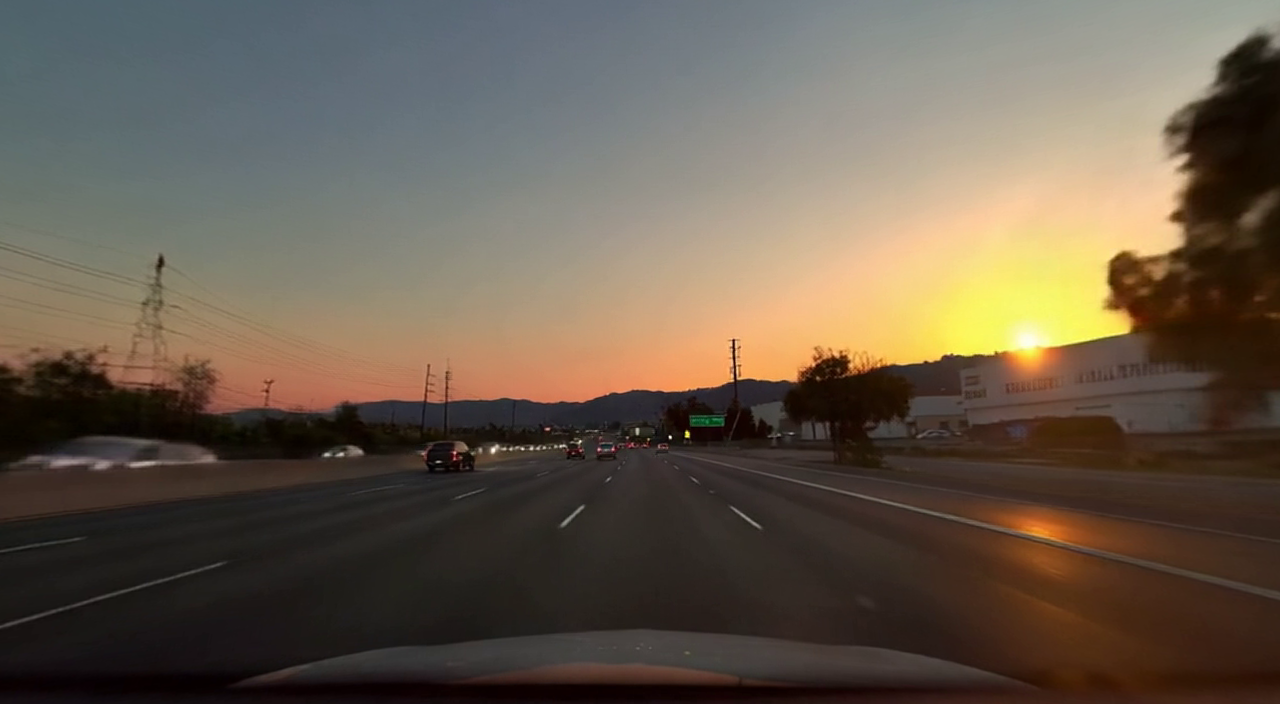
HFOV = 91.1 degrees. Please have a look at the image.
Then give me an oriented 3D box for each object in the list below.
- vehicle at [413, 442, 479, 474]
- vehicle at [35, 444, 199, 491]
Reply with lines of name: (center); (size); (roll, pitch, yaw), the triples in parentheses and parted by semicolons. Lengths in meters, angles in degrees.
vehicle: (-10.084, 5.534, 32.993); (1.974, 1.513, 4.584); (0, -9, 0)
vehicle: (-18.657, 4.107, 22.748); (1.857, 1.533, 4.696); (0, -9, 0)
